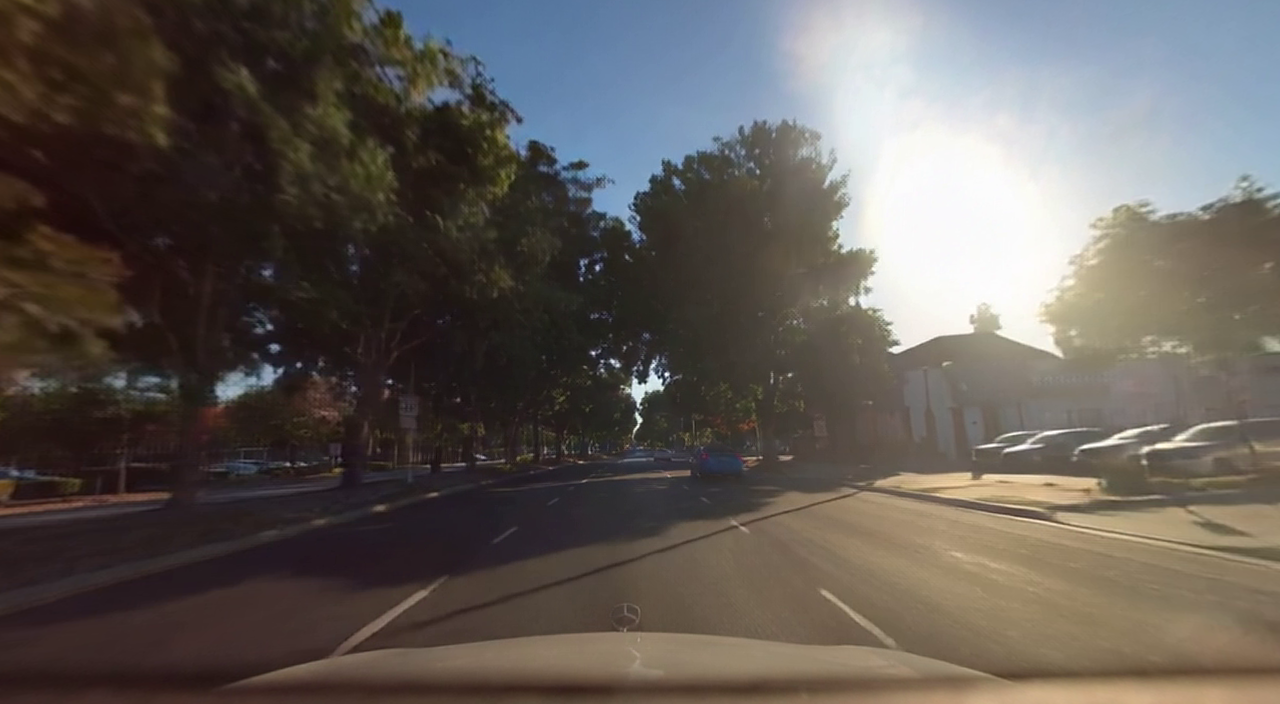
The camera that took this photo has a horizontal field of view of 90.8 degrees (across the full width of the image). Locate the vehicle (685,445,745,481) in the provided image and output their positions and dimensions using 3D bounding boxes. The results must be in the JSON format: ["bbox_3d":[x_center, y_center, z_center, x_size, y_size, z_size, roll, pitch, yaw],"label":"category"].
[{"bbox_3d":[3.333,5.005,28.896,2.033,1.482,4.571,0,-8,-2],"label":"vehicle"}]

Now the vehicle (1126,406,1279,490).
[{"bbox_3d":[16.164,2.423,16.025,5.749,1.961,2.230,0,-8,-1],"label":"vehicle"}]
